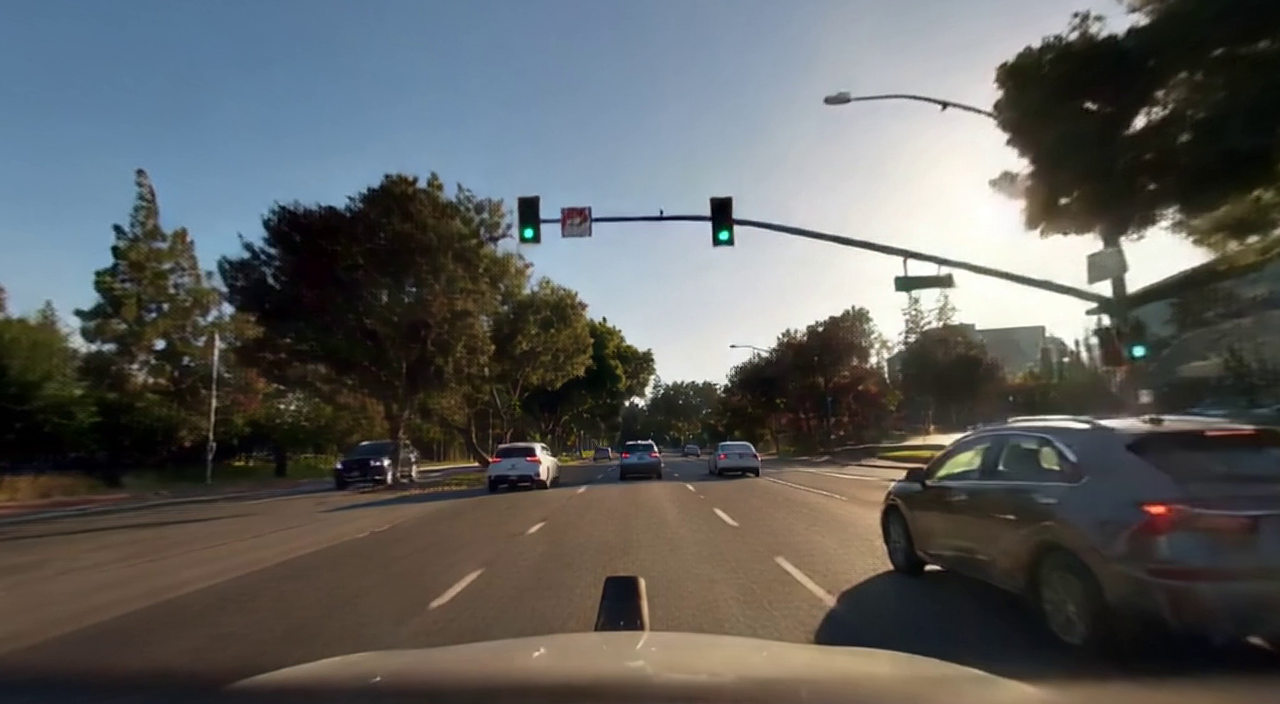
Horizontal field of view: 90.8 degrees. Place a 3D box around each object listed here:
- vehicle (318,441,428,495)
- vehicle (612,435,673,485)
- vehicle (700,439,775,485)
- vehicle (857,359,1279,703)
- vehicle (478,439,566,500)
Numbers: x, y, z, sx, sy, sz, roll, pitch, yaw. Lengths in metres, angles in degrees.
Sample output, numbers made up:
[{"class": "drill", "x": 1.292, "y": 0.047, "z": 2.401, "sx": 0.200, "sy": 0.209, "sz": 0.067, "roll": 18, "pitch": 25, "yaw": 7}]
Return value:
[{"class": "vehicle", "x": -9.475, "y": 4.089, "z": 22.865, "sx": 2.045, "sy": 1.730, "sz": 4.375, "roll": 0, "pitch": -8, "yaw": 0}, {"class": "vehicle", "x": 0.064, "y": 4.128, "z": 24.475, "sx": 2.150, "sy": 1.725, "sz": 4.096, "roll": 0, "pitch": -8, "yaw": 0}, {"class": "vehicle", "x": 3.542, "y": 4.066, "z": 23.688, "sx": 2.068, "sy": 1.541, "sz": 4.041, "roll": 0, "pitch": -8, "yaw": -1}, {"class": "vehicle", "x": 3.395, "y": 1.146, "z": 4.427, "sx": 2.069, "sy": 1.644, "sz": 4.714, "roll": 0, "pitch": -8, "yaw": 0}, {"class": "vehicle", "x": -3.400, "y": 3.428, "z": 18.960, "sx": 1.823, "sy": 1.602, "sz": 4.061, "roll": 0, "pitch": -8, "yaw": 0}]
